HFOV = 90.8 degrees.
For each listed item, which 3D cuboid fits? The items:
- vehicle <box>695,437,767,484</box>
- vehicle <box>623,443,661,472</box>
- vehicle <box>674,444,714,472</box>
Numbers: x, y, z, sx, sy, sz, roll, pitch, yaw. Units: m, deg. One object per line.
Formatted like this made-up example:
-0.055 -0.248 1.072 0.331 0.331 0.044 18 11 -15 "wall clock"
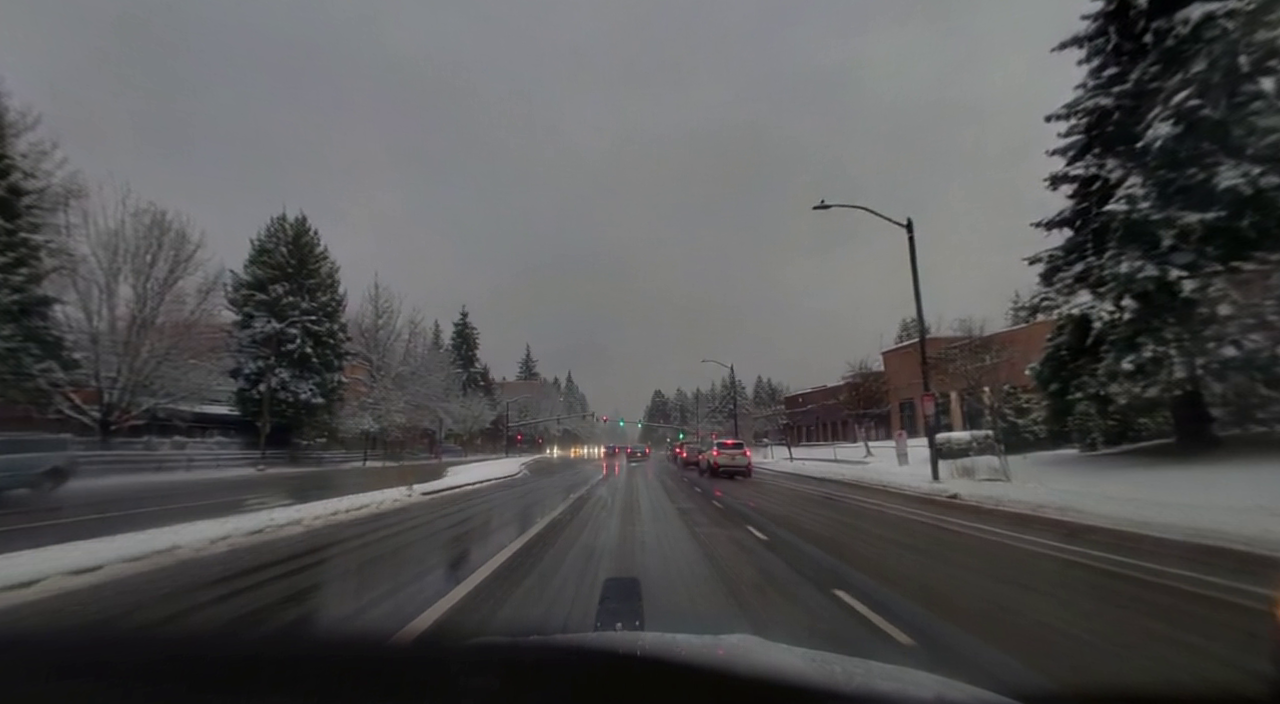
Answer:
3.439 4.204 24.717 2.085 1.668 4.077 0 -8 -1 "vehicle"
0.090 5.904 35.670 2.023 1.532 3.891 0 -8 -1 "vehicle"
3.029 6.071 36.422 1.864 1.484 4.662 0 -8 0 "vehicle"
